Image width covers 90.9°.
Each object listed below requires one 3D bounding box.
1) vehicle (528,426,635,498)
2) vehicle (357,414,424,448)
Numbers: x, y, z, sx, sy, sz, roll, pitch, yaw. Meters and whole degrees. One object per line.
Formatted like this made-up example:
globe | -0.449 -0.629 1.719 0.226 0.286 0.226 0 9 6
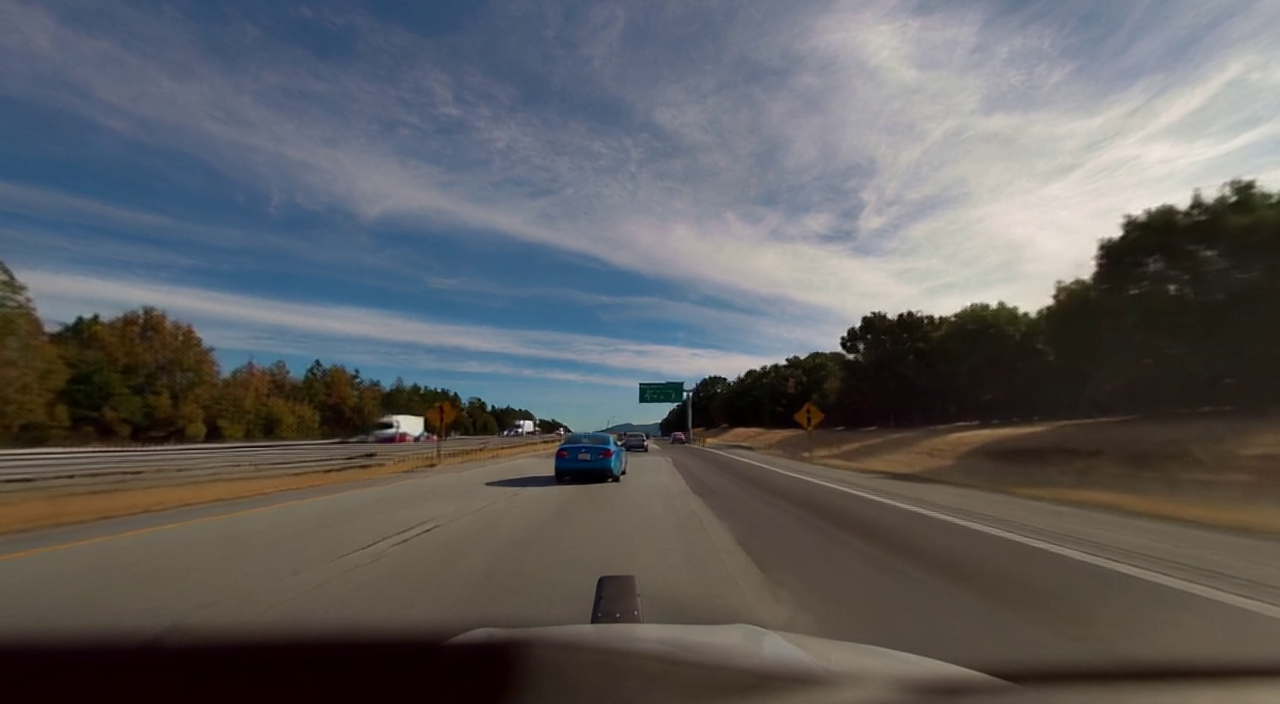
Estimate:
vehicle | -1.197 2.507 14.870 1.977 1.443 4.225 0 -8 2
vehicle | -18.426 5.906 46.943 2.267 2.355 6.194 0 -8 2
